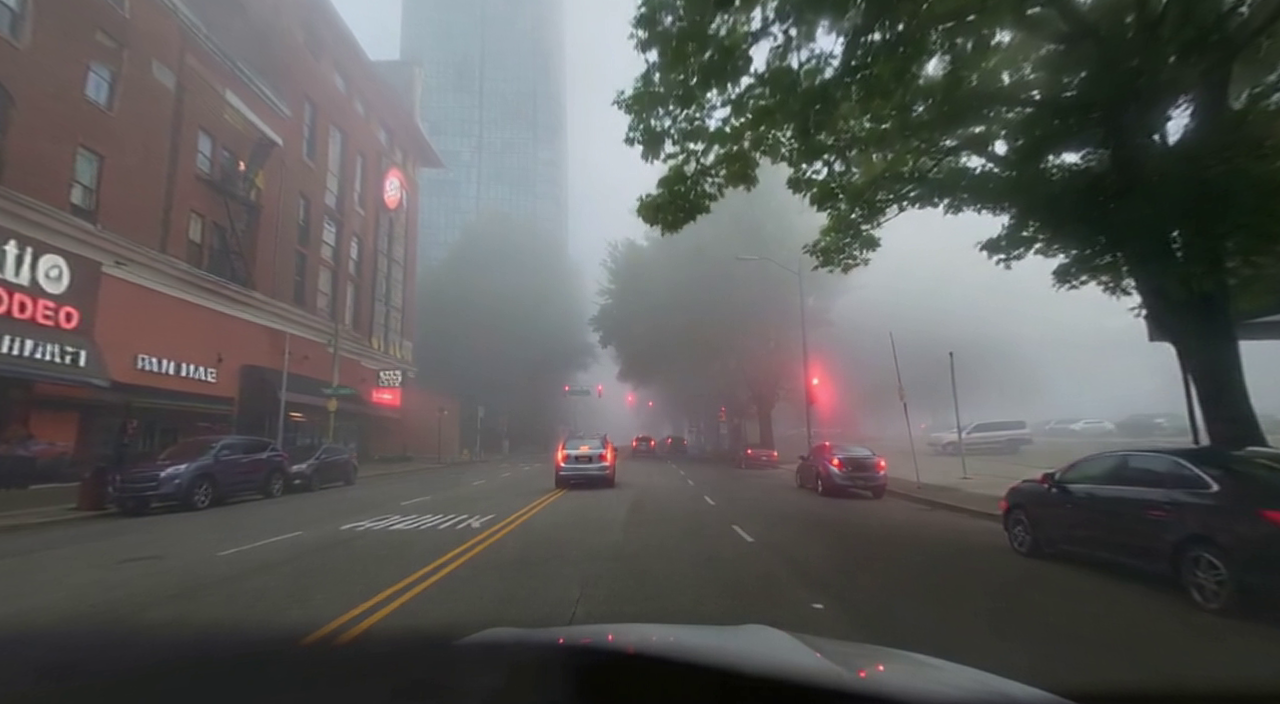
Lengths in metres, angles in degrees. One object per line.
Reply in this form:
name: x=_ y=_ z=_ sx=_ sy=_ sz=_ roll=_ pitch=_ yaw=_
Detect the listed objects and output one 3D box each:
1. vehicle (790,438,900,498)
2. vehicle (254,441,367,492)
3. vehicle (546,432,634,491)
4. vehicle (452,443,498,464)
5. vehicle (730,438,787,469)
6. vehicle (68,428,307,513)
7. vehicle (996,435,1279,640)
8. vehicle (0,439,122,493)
vehicle: x=5.845 y=3.334 z=18.527 sx=1.986 sy=1.555 sz=3.879 roll=0 pitch=-8 yaw=1
vehicle: x=-12.508 y=4.334 z=24.330 sx=2.000 sy=1.708 sz=4.494 roll=-2 pitch=-8 yaw=-1
vehicle: x=-1.475 y=3.039 z=17.914 sx=2.169 sy=1.427 sz=4.531 roll=1 pitch=-8 yaw=-6
vehicle: x=-12.395 y=7.627 z=47.633 sx=2.075 sy=1.472 sz=4.638 roll=0 pitch=-8 yaw=2
vehicle: x=6.043 y=5.209 z=32.573 sx=1.956 sy=1.446 sz=4.537 roll=0 pitch=-8 yaw=-1
vehicle: x=-12.556 y=3.316 z=18.306 sx=2.384 sy=2.044 sz=6.030 roll=0 pitch=-8 yaw=1
vehicle: x=5.810 y=1.618 z=6.201 sx=1.961 sy=1.533 sz=4.473 roll=0 pitch=-8 yaw=0
vehicle: x=-20.496 y=3.779 z=21.190 sx=1.903 sy=1.629 sz=4.525 roll=-1 pitch=-8 yaw=7
